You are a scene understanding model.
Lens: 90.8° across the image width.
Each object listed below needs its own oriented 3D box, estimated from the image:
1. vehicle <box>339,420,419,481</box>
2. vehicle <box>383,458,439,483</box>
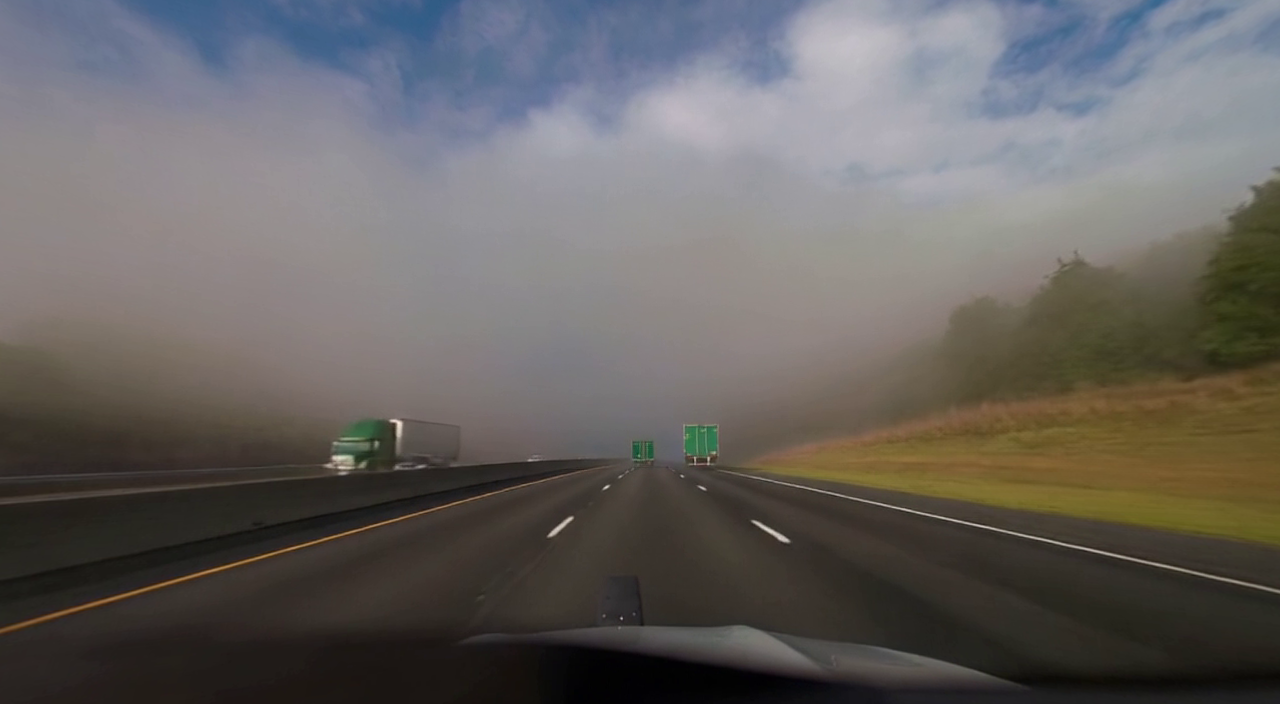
[{"bbox_3d":[-18.350,6.980,44.839,3.003,4.022,5.860,0,-9,1],"label":"vehicle"},{"bbox_3d":[-14.823,7.653,41.119,1.897,1.467,4.566,0,-9,1],"label":"vehicle"}]
